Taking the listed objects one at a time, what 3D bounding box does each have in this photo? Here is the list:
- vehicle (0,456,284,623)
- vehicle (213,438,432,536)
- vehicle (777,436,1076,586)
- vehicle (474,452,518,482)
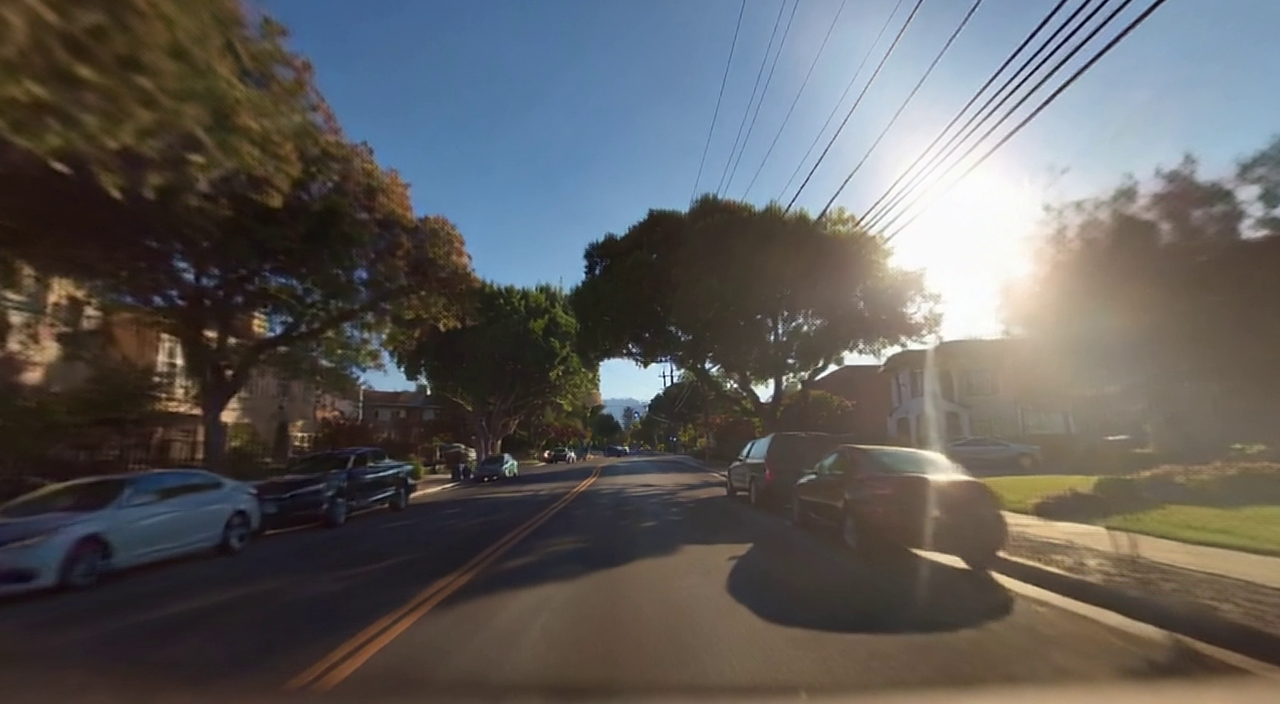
[{"bbox_3d":[-6.854,2.118,8.178,1.854,1.460,4.582,0,-9,0],"label":"vehicle"},{"bbox_3d":[-6.795,2.917,14.507,2.151,1.789,5.482,0,-9,0],"label":"vehicle"},{"bbox_3d":[3.311,1.899,8.441,1.869,1.453,4.237,0,-9,-2],"label":"vehicle"},{"bbox_3d":[-7.697,6.160,34.126,1.902,1.456,4.451,1,-9,-7],"label":"vehicle"}]
